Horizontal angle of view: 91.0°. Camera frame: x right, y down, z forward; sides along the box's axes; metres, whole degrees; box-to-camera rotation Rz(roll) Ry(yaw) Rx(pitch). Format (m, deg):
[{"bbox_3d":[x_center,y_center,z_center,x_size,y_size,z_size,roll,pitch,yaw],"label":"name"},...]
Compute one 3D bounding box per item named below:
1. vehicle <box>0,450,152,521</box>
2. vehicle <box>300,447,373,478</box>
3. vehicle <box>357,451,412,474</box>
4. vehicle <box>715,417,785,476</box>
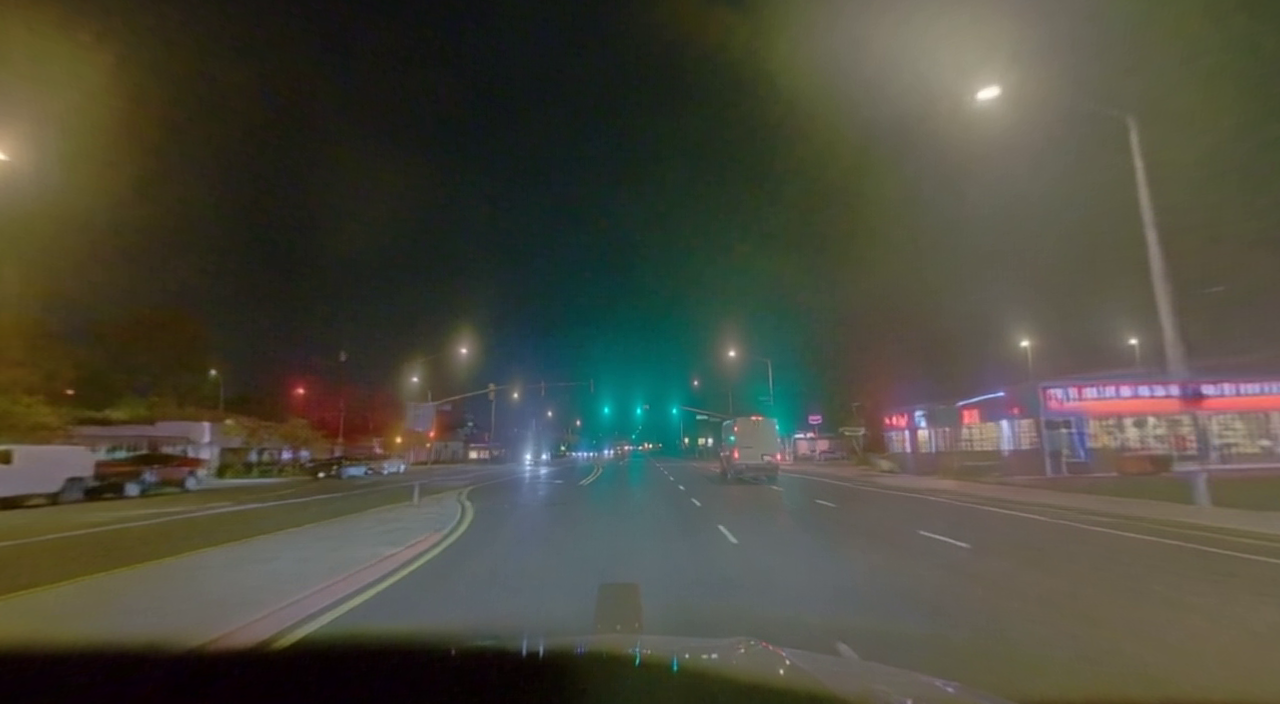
[{"bbox_3d":[-15.408,3.373,16.444,1.917,1.577,3.995,0,-9,4],"label":"vehicle"},{"bbox_3d":[-18.342,6.707,38.363,2.097,1.733,4.527,0,-9,1],"label":"vehicle"},{"bbox_3d":[-18.218,7.876,45.125,1.901,1.513,4.795,0,-9,0],"label":"vehicle"},{"bbox_3d":[6.514,5.774,38.468,2.802,3.208,7.459,0,-9,-1],"label":"vehicle"}]
